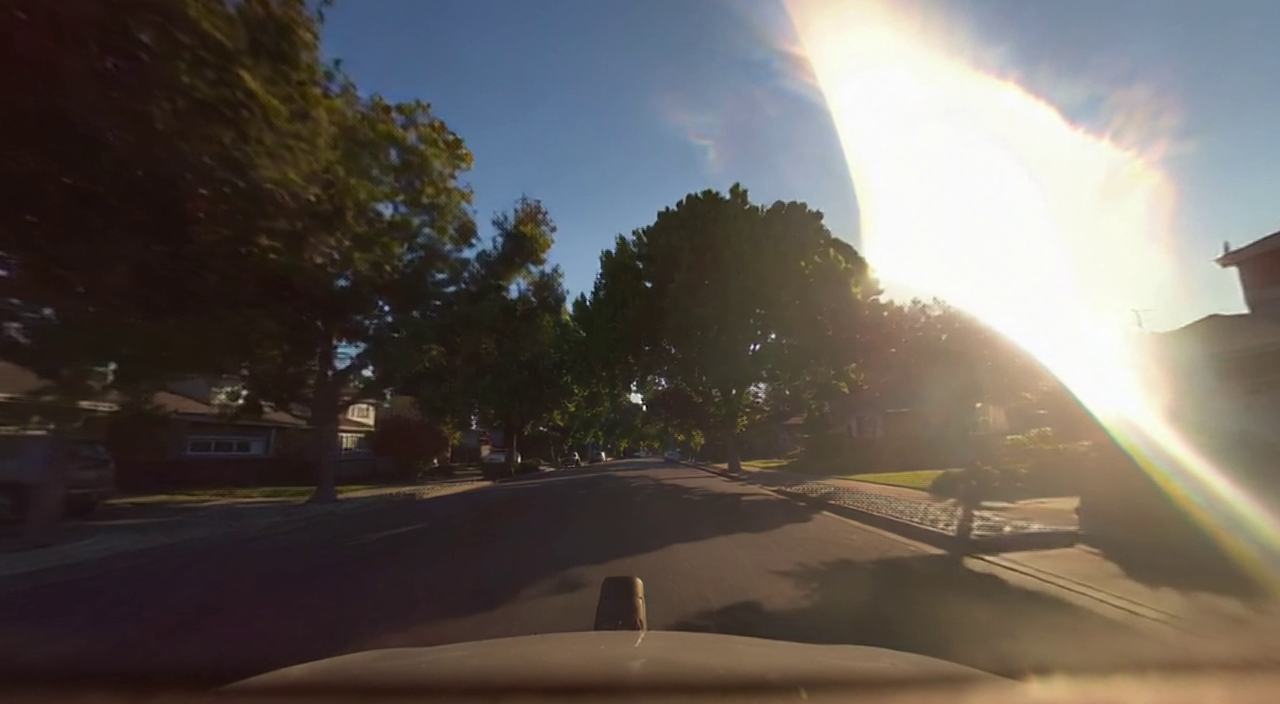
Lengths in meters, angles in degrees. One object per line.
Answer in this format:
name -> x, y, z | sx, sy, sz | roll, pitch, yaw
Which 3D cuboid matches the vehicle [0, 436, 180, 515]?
vehicle -> -13.810, 2.803, 14.565 | 4.850, 1.676, 1.920 | 0, -9, 4
